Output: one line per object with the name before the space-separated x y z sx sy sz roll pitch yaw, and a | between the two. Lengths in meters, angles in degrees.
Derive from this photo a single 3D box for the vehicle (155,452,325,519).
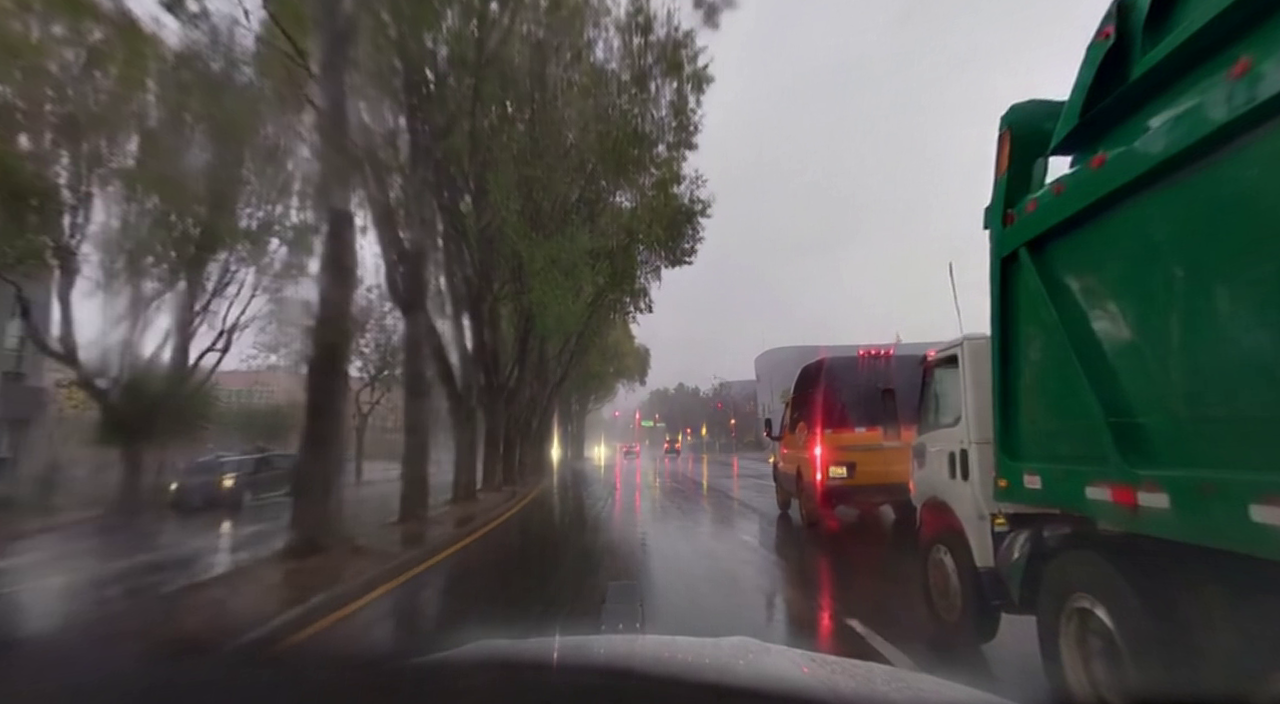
vehicle | -13.594 4.499 22.106 2.290 1.943 5.833 0 -9 -2

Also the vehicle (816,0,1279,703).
vehicle | 3.932 0.146 3.455 2.731 3.407 10.262 0 -8 -1

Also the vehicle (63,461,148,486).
vehicle | -36.249 8.258 43.009 1.828 1.470 4.423 0 -8 0
